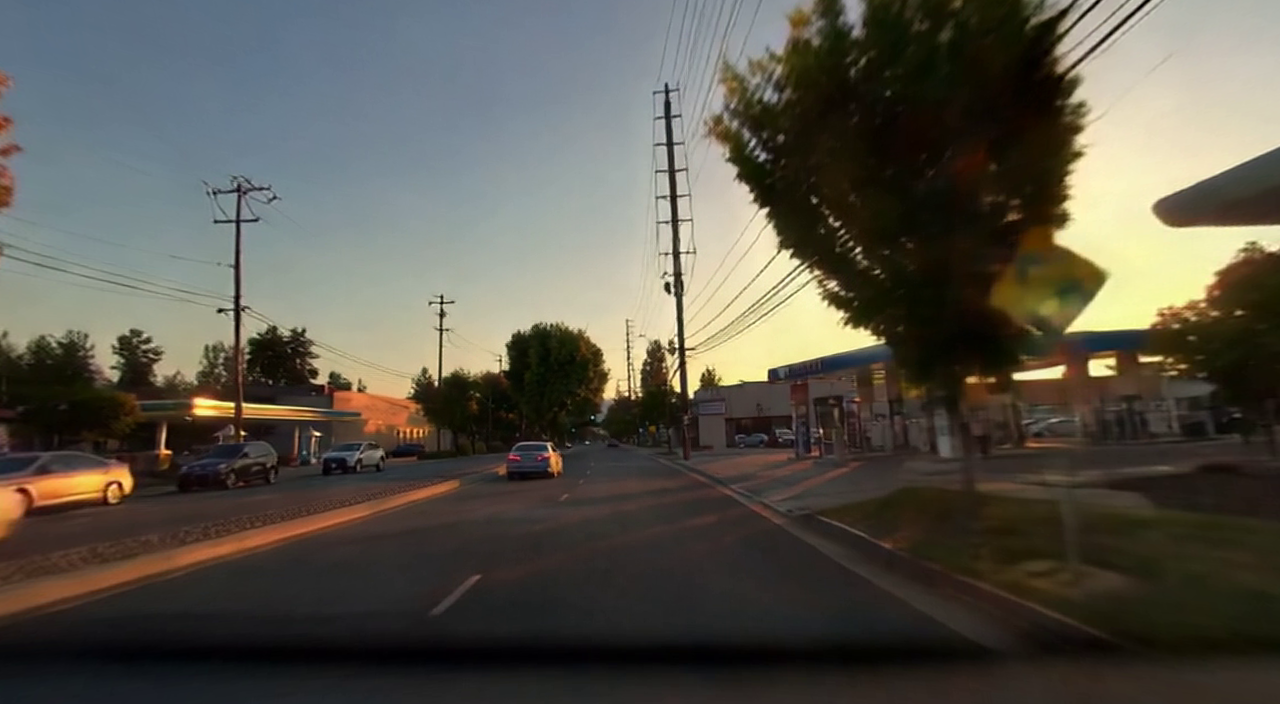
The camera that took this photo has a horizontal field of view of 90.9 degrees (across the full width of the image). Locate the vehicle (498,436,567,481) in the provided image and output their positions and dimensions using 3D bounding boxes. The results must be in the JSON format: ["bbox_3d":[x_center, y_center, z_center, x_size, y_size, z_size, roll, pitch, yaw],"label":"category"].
[{"bbox_3d":[-3.921,3.938,23.619,2.073,1.525,3.968,0,-8,-3],"label":"vehicle"}]

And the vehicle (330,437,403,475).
[{"bbox_3d":[-16.677,6.348,38.779,2.353,2.144,4.847,0,-8,-1],"label":"vehicle"}]

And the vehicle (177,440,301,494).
[{"bbox_3d":[-17.052,4.875,27.183,2.336,2.092,4.625,0,-8,-1],"label":"vehicle"}]
